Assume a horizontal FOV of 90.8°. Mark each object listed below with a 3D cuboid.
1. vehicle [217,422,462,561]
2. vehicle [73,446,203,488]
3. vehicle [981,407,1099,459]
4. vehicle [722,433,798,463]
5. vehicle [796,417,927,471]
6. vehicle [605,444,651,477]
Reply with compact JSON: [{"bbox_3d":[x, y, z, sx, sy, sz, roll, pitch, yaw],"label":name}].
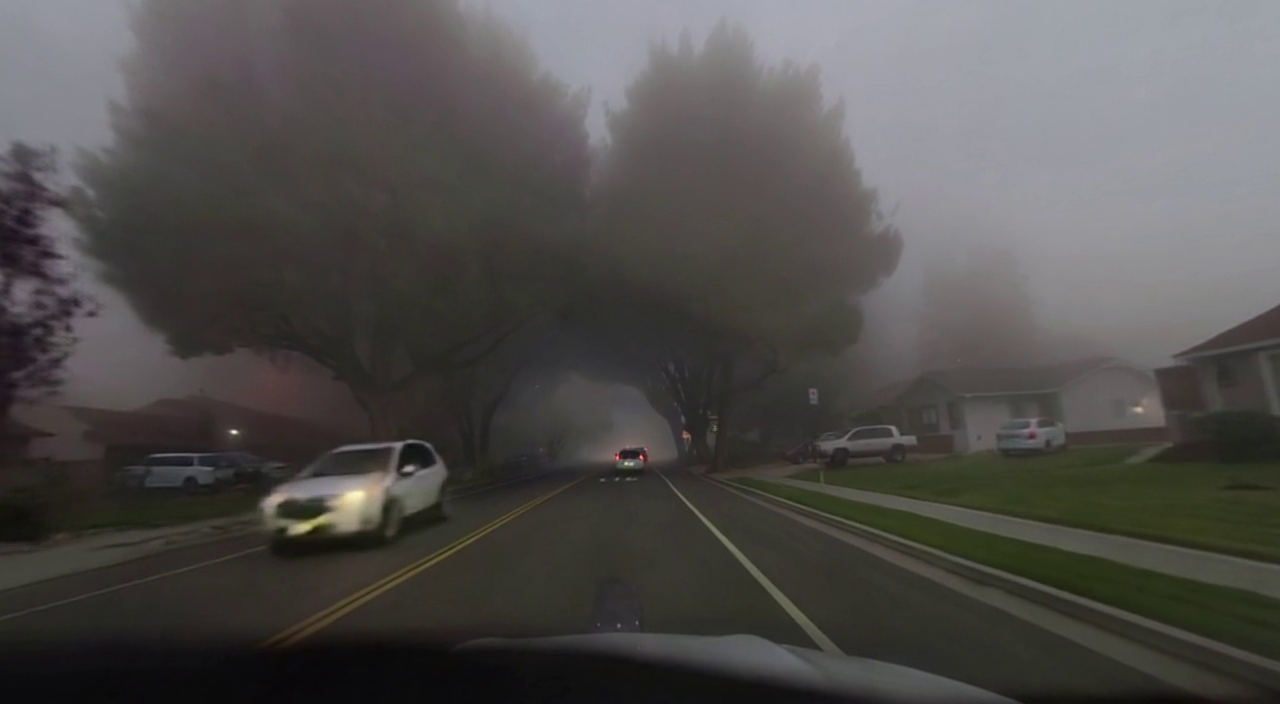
[{"bbox_3d":[-5.072,2.394,11.575,2.256,1.838,4.613,-4,-9,-1],"label":"vehicle"},{"bbox_3d":[-22.808,5.230,28.838,4.181,1.784,1.907,1,-9,-1],"label":"vehicle"},{"bbox_3d":[15.357,3.084,24.184,4.462,1.699,2.145,2,-9,-36],"label":"vehicle"},{"bbox_3d":[8.290,6.678,44.010,4.740,1.467,2.074,-6,-8,-3],"label":"vehicle"},{"bbox_3d":[9.306,3.904,26.830,4.634,1.723,1.966,-5,-9,-3],"label":"vehicle"},{"bbox_3d":[-0.572,5.281,31.029,2.098,1.483,4.099,0,-9,-1],"label":"vehicle"}]
